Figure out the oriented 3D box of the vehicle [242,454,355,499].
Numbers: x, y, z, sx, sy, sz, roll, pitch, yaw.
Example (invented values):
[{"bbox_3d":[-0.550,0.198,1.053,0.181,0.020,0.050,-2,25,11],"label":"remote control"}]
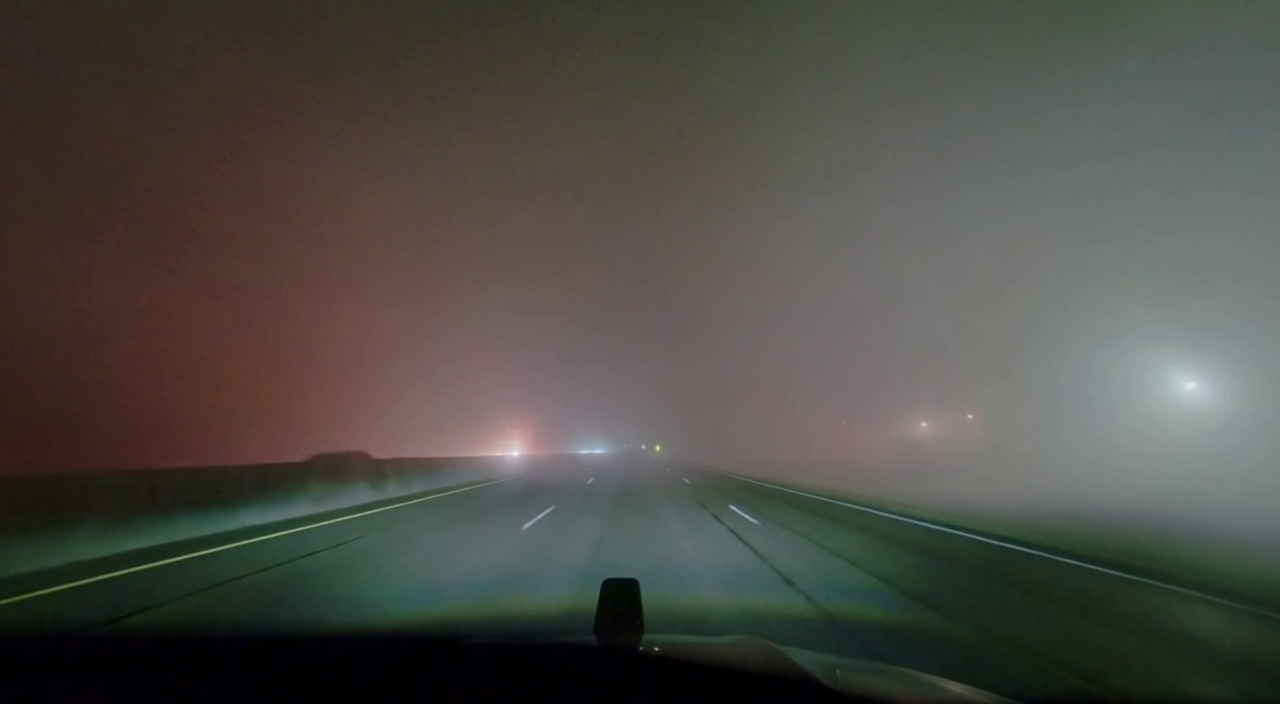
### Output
[{"bbox_3d":[-12.211,4.455,22.886,1.788,1.425,4.096,0,-9,0],"label":"vehicle"}]
